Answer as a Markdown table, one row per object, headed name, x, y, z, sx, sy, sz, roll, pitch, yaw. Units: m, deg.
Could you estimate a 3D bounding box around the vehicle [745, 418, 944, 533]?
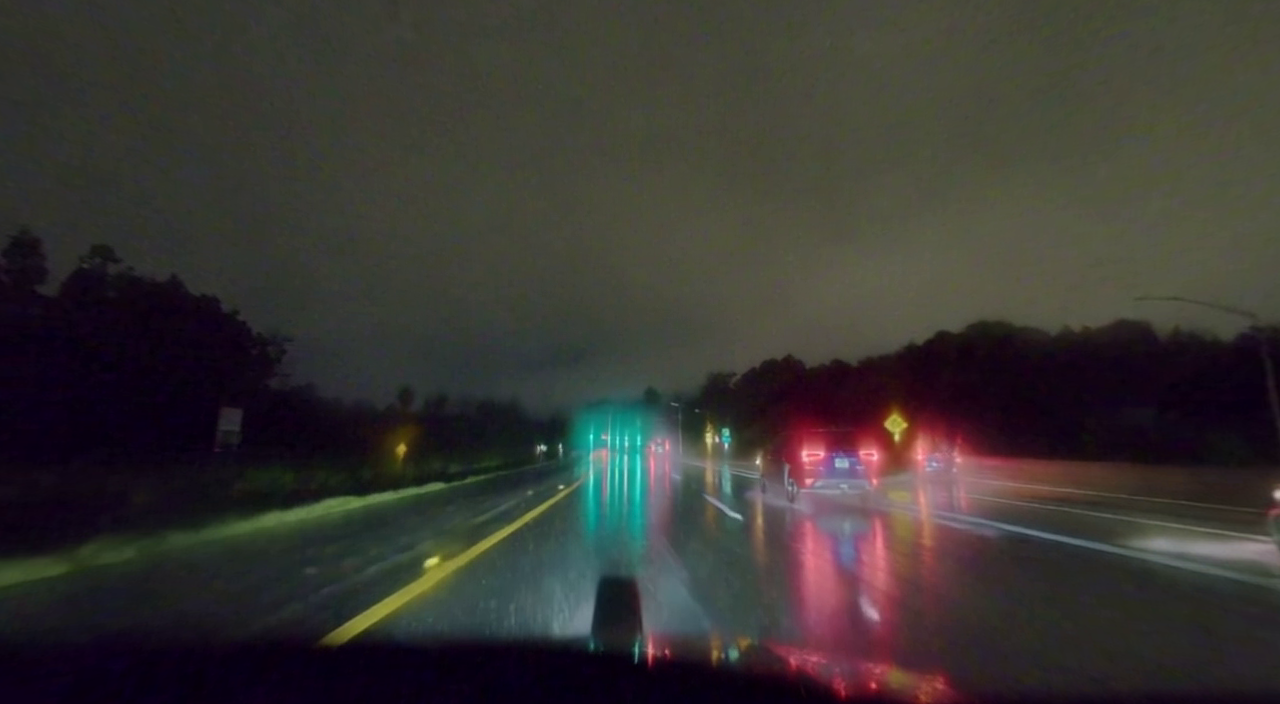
| name | x | y | z | sx | sy | sz | roll | pitch | yaw |
| --- | --- | --- | --- | --- | --- | --- | --- | --- | --- |
| vehicle | 3.612 | 2.276 | 12.354 | 2.141 | 1.785 | 4.778 | 0 | -8 | -2 |
